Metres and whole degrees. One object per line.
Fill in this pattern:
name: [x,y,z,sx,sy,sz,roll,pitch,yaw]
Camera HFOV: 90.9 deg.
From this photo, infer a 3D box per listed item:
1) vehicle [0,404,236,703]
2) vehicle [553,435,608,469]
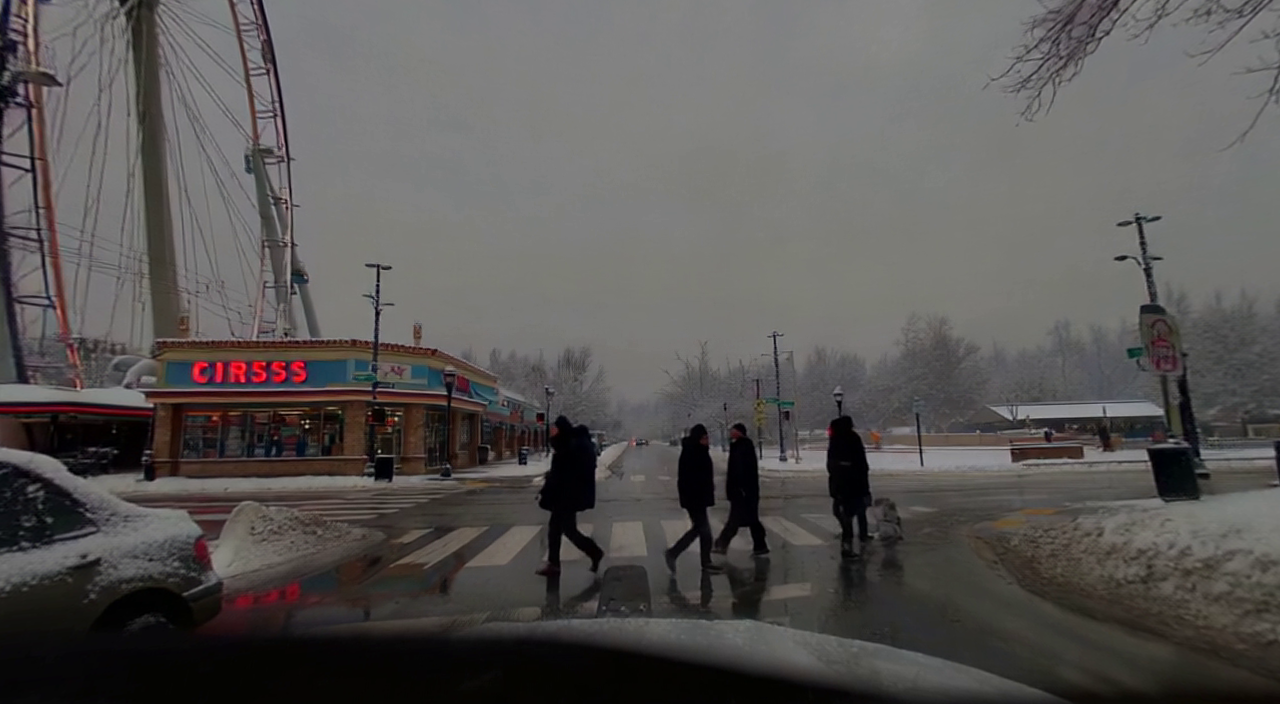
vehicle: [-3.376,0.789,1.188,1.940,1.505,4.676,-1,-9,3]
vehicle: [-3.910,6.364,40.259,2.549,2.000,5.699,2,-9,-15]
